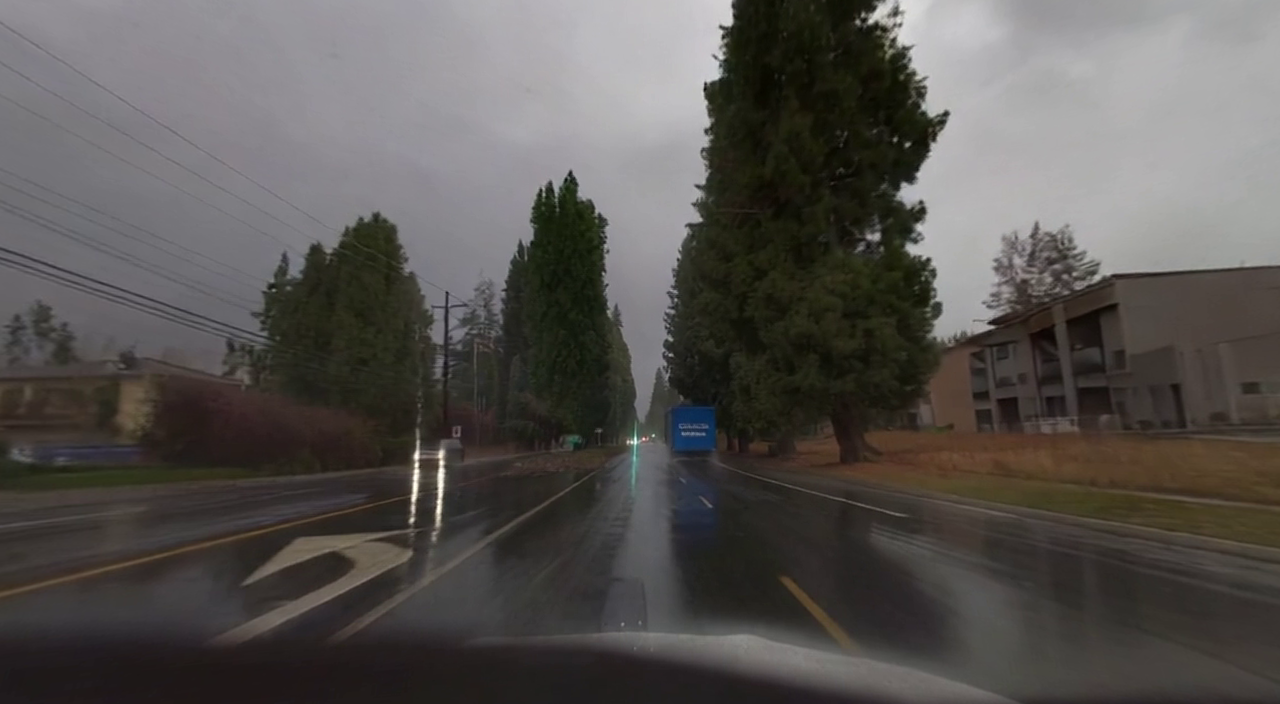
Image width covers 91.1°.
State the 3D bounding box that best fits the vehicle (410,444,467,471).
[{"bbox_3d":[-12.108,6.349,38.028,1.947,1.528,4.461,0,-8,0],"label":"vehicle"}]

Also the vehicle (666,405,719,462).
[{"bbox_3d":[3.740,6.176,47.147,2.973,3.848,9.336,0,-8,-2],"label":"vehicle"}]
